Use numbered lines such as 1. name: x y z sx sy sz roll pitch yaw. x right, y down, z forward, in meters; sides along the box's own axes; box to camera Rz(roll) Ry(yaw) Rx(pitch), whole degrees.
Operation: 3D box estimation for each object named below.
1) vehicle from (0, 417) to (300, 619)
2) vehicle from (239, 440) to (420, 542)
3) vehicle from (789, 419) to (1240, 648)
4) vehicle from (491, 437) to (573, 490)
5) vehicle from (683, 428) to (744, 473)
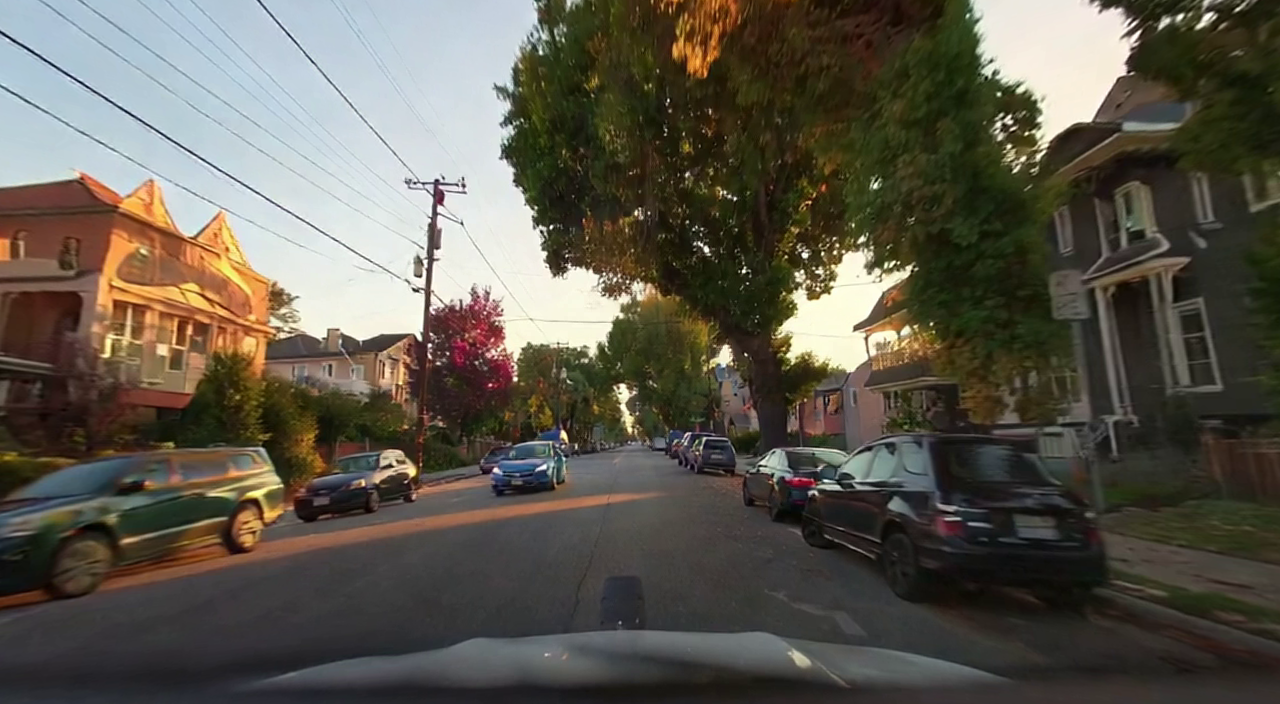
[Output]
1. vehicle: -6.874 1.821 8.401 2.031 1.845 4.825 0 -5 -1
2. vehicle: -6.807 2.997 14.454 1.936 1.528 4.620 -3 -4 -2
3. vehicle: 3.095 1.566 6.551 1.869 1.531 4.383 0 -9 -2
4. vehicle: -3.387 3.570 20.483 1.929 1.535 4.075 0 -9 0
5. vehicle: 3.110 4.326 27.686 2.013 1.775 4.570 0 -9 -1
